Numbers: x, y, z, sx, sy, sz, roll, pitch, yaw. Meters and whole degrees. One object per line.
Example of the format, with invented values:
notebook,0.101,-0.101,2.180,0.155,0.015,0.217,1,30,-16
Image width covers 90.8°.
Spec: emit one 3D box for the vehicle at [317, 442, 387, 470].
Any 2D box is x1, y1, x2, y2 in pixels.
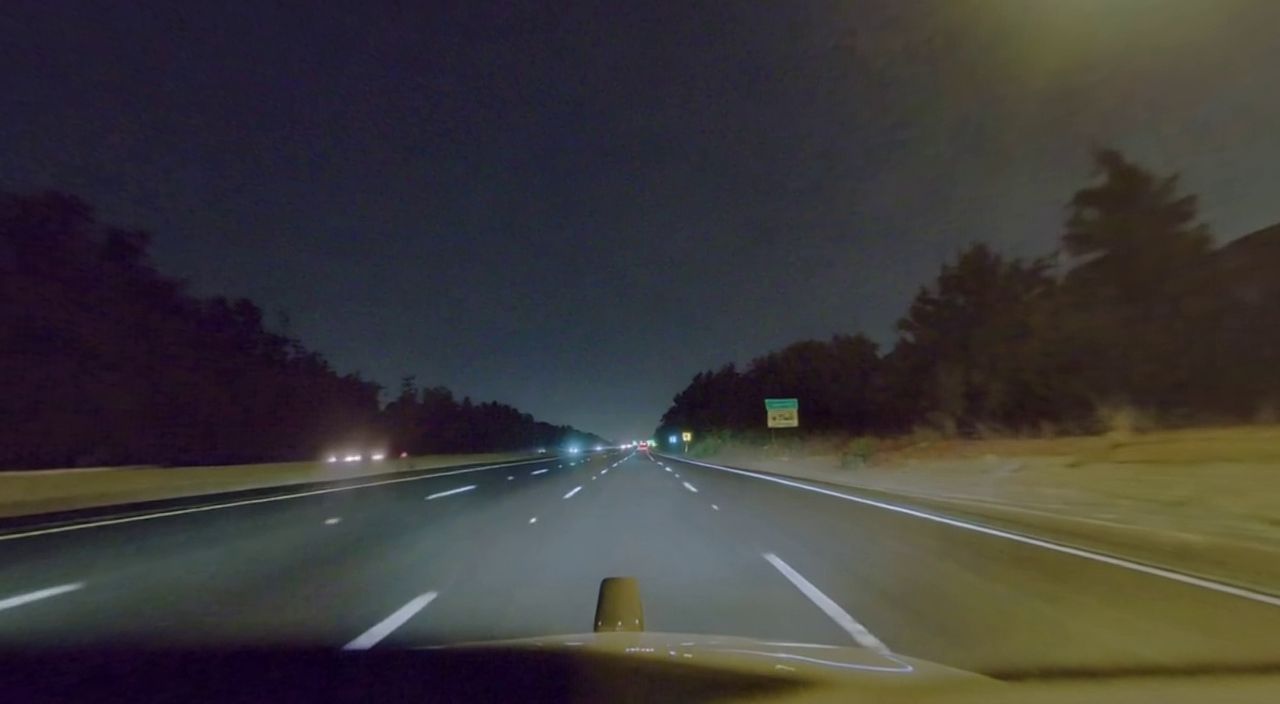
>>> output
vehicle,-17.314,6.274,38.250,1.948,1.531,4.783,0,-9,0
